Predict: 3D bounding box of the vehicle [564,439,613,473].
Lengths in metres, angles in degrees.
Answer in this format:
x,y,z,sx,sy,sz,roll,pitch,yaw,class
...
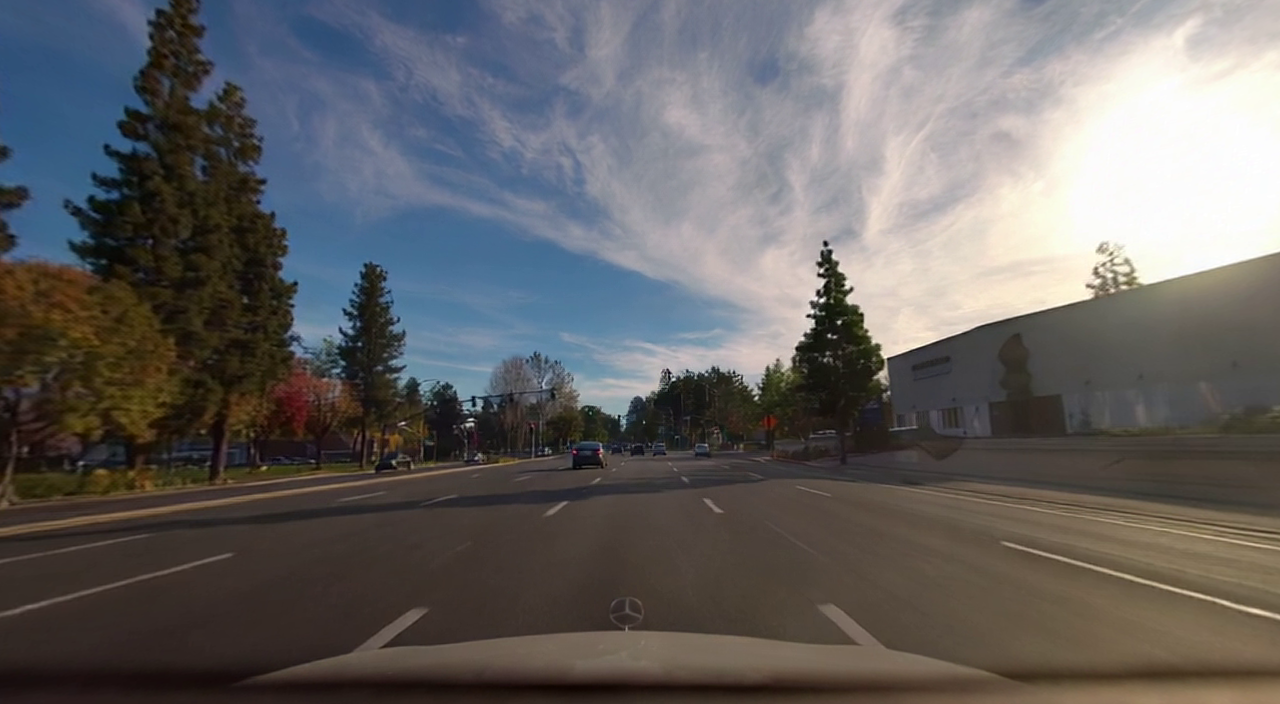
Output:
x,y,z,sx,sy,sz,roll,pitch,yaw,class
-2.618,5.438,33.294,2.121,1.656,4.559,0,-8,1,vehicle
